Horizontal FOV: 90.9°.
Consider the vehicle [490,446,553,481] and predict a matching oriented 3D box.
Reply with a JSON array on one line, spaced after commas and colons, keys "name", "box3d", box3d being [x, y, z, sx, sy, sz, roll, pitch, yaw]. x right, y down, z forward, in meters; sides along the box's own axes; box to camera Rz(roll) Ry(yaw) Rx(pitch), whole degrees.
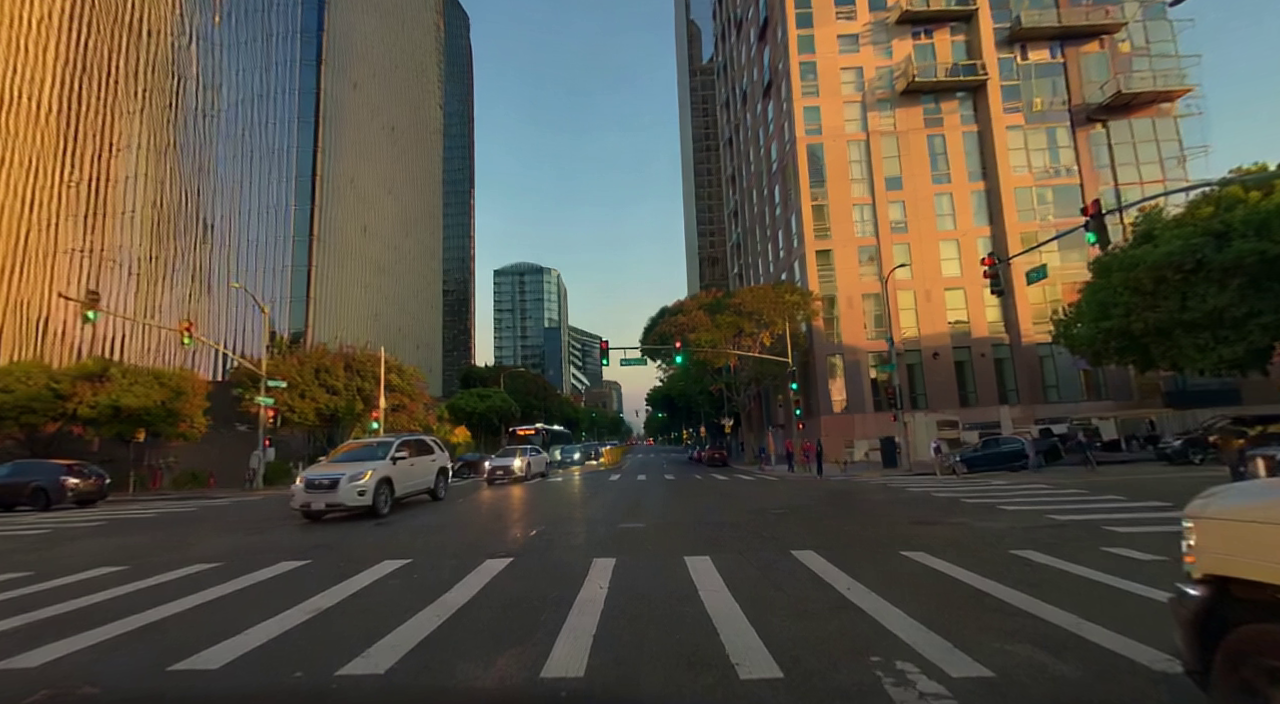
[{"name": "vehicle", "box3d": [-5.446, 5.179, 29.636, 1.956, 1.457, 4.958, 0, -8, 1]}]

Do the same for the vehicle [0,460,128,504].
[{"name": "vehicle", "box3d": [-27.153, 5.966, 29.137, 5.101, 1.851, 2.118, 0, -8, 2]}]

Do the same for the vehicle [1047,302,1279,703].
[{"name": "vehicle", "box3d": [3.250, 0.537, 0.672, 2.118, 1.848, 5.426, 0, -8, 2]}]

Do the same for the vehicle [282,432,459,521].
[{"name": "vehicle", "box3d": [-5.904, 2.752, 14.548, 1.990, 1.710, 4.507, 0, -8, 1]}]
